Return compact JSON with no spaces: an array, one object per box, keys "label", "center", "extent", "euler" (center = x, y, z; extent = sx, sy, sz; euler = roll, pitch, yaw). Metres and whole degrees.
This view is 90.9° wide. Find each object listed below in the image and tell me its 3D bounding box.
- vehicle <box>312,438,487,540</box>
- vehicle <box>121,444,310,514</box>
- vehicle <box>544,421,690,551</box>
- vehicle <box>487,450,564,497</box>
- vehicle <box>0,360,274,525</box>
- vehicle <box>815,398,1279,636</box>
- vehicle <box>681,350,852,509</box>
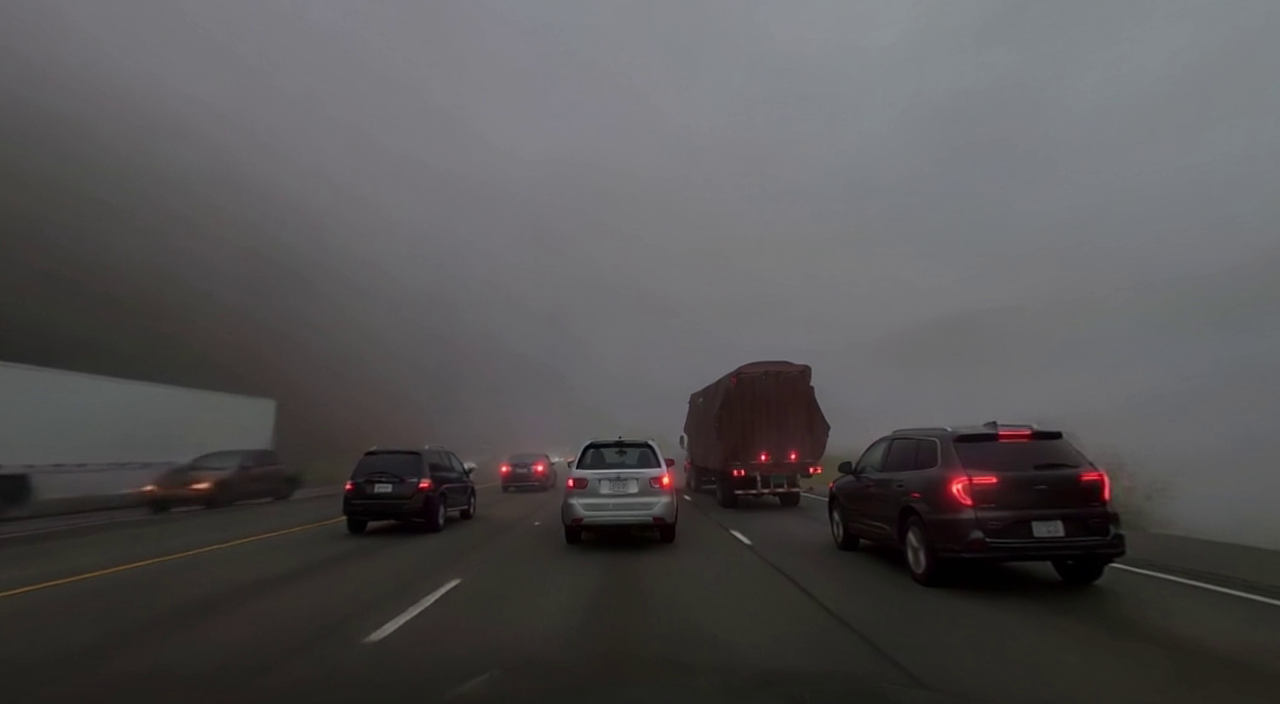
[{"label":"vehicle","center":[-4.338,2.506,12.099],"extent":[1.789,1.620,3.841],"euler":[0,-9,0]},{"label":"vehicle","center":[-12.379,3.701,18.956],"extent":[2.083,1.772,5.143],"euler":[0,-9,0]},{"label":"vehicle","center":[-0.335,2.204,10.987],"extent":[2.037,1.792,4.194],"euler":[0,-9,0]},{"label":"vehicle","center":[-3.965,4.259,22.536],"extent":[1.923,1.503,4.293],"euler":[0,-9,0]},{"label":"vehicle","center":[-16.821,2.893,19.689],"extent":[2.565,3.952,13.857],"euler":[0,-9,0]},{"label":"vehicle","center":[3.695,1.578,7.080],"extent":[2.076,1.751,4.666],"euler":[0,-9,0]},{"label":"vehicle","center":[3.749,3.167,24.099],"extent":[3.186,4.111,15.553],"euler":[0,-9,-1]}]
